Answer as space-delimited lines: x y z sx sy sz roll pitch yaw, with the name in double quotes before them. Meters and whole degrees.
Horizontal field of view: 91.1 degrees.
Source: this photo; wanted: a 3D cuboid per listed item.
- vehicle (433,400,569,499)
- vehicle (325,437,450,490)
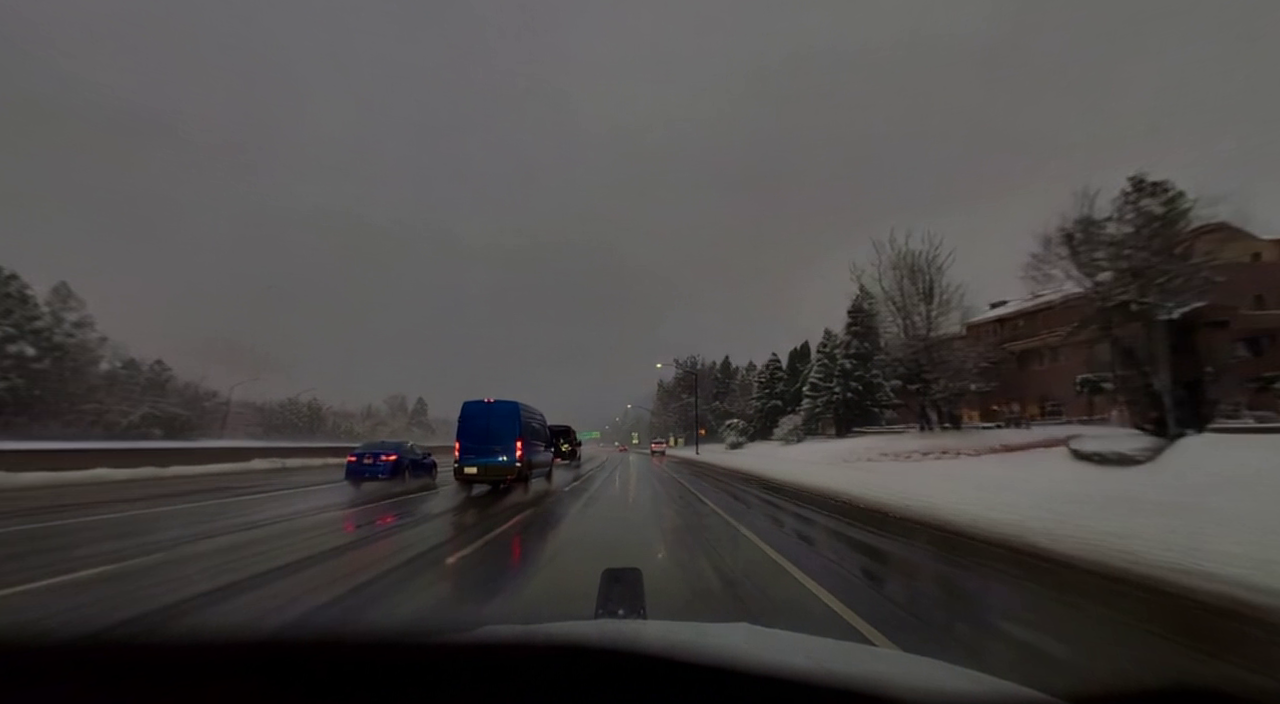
"vehicle" -3.472 2.636 17.104 2.372 2.248 5.393 0 -9 1
"vehicle" -7.903 3.518 20.253 1.987 1.490 4.781 0 -8 1
